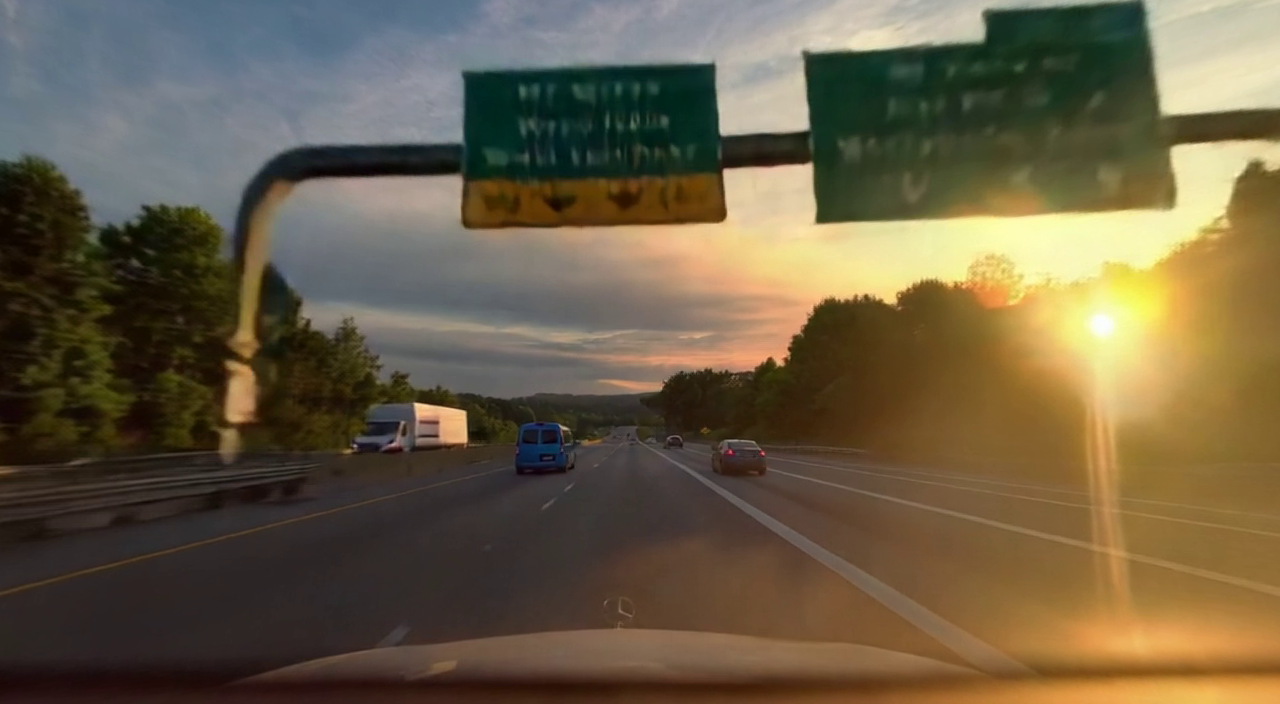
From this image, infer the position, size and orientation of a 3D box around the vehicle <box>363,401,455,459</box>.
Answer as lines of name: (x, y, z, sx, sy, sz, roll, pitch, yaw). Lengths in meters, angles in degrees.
vehicle: (-16.659, 5.814, 46.615, 2.954, 3.813, 10.753, 0, -8, -1)

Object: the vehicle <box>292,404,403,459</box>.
vehicle: (-20.900, 5.851, 46.117, 2.990, 3.561, 10.471, 0, -8, 1)

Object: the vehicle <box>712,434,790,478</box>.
vehicle: (3.914, 3.738, 22.980, 2.020, 1.464, 3.803, 0, -8, -2)

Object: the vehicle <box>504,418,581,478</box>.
vehicle: (-3.588, 3.640, 24.231, 2.275, 2.053, 5.082, 0, -8, -1)
